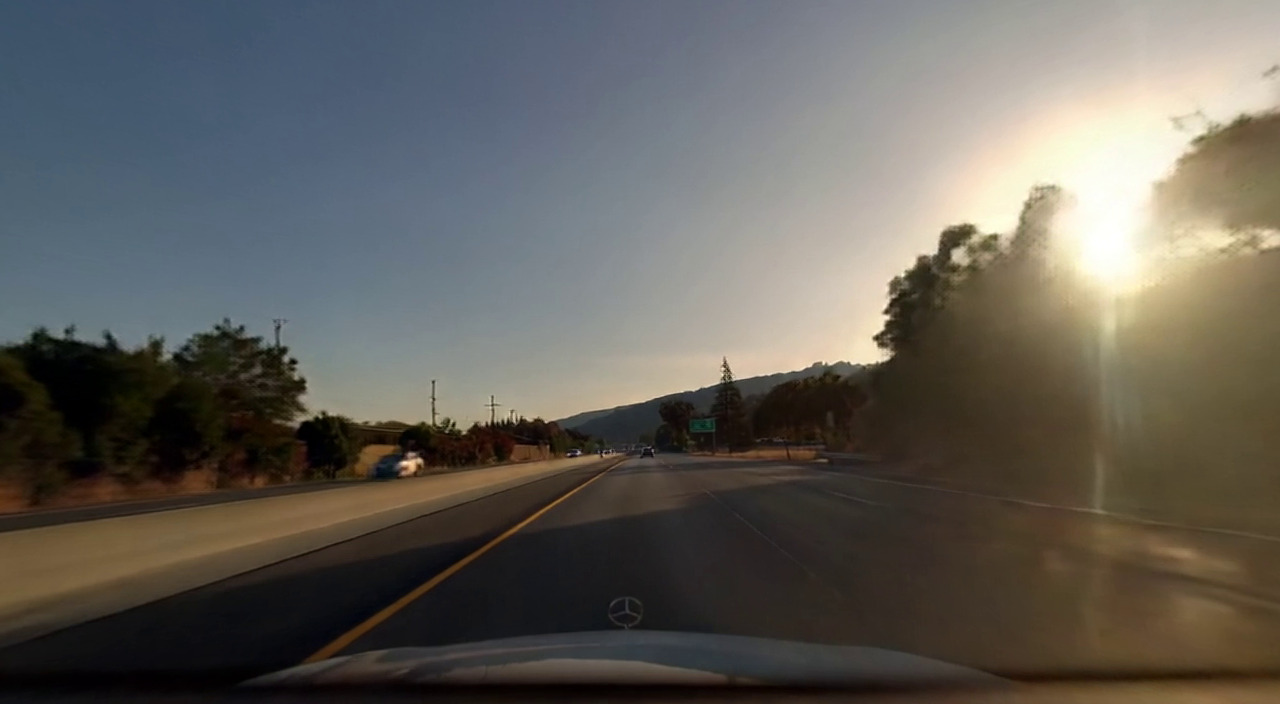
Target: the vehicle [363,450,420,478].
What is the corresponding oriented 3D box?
[{"bbox_3d":[-18.013,8.097,46.015,2.166,1.867,5.001,0,-8,0],"label":"vehicle"}]
